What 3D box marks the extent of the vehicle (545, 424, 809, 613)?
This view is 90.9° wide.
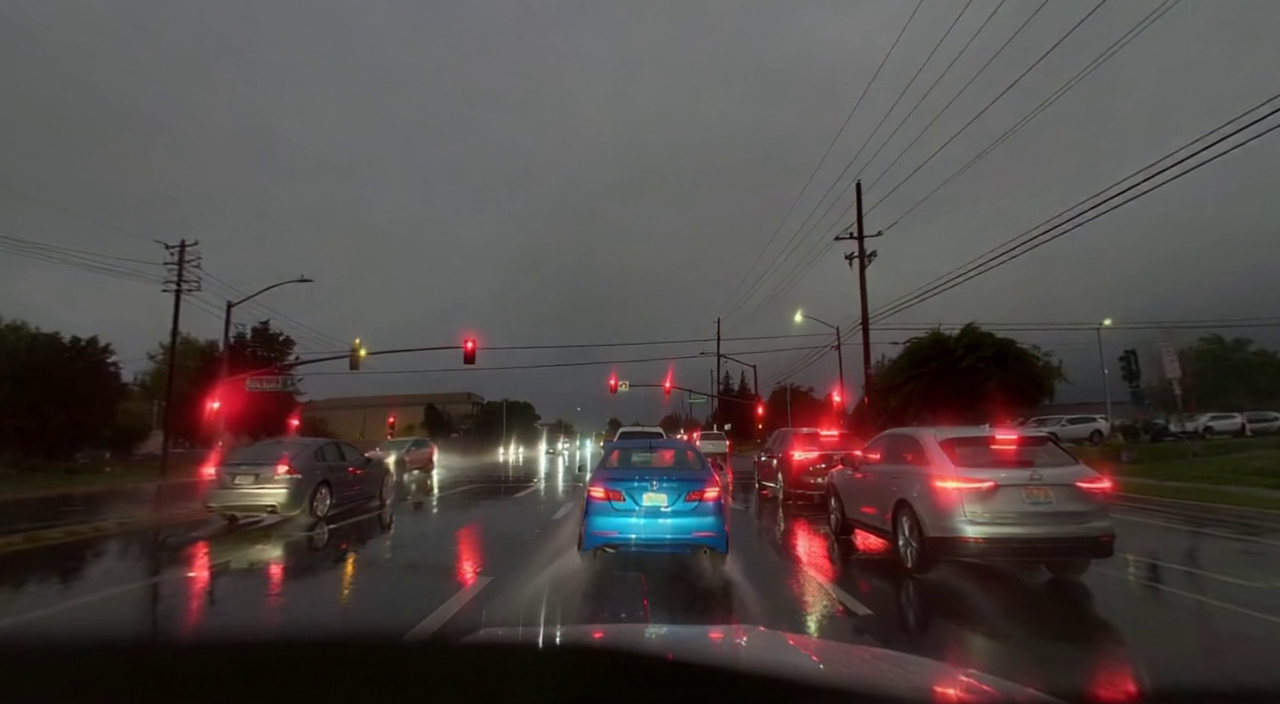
[{"bbox_3d":[0.301,1.625,7.094,2.109,1.483,3.964,0,-8,0],"label":"vehicle"}]

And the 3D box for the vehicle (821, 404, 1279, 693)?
[{"bbox_3d":[3.133,1.344,5.487,1.870,1.523,4.096,0,-8,0],"label":"vehicle"}]

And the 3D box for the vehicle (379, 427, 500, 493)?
[{"bbox_3d":[-6.277,3.447,20.541,2.070,1.824,5.196,-1,-8,2],"label":"vehicle"}]

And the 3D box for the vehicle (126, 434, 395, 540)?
[{"bbox_3d":[-6.418,2.294,11.500,1.955,1.497,4.639,-1,-8,1],"label":"vehicle"}]
